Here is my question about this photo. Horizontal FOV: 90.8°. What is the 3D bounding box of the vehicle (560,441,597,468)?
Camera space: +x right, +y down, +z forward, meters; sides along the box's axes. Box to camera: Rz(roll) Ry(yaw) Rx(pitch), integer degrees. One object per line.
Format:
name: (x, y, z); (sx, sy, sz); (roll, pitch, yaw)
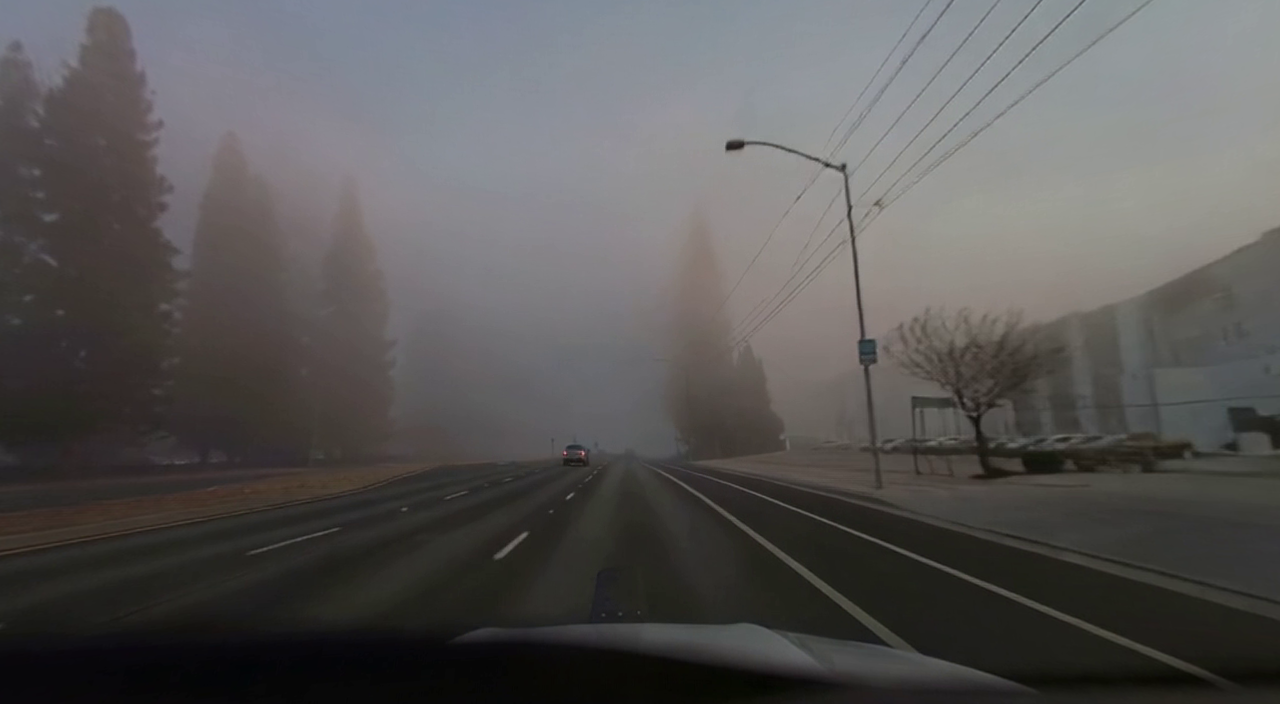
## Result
vehicle: (-4.015, 6.777, 41.882); (2.121, 1.654, 3.993); (0, -8, -1)
